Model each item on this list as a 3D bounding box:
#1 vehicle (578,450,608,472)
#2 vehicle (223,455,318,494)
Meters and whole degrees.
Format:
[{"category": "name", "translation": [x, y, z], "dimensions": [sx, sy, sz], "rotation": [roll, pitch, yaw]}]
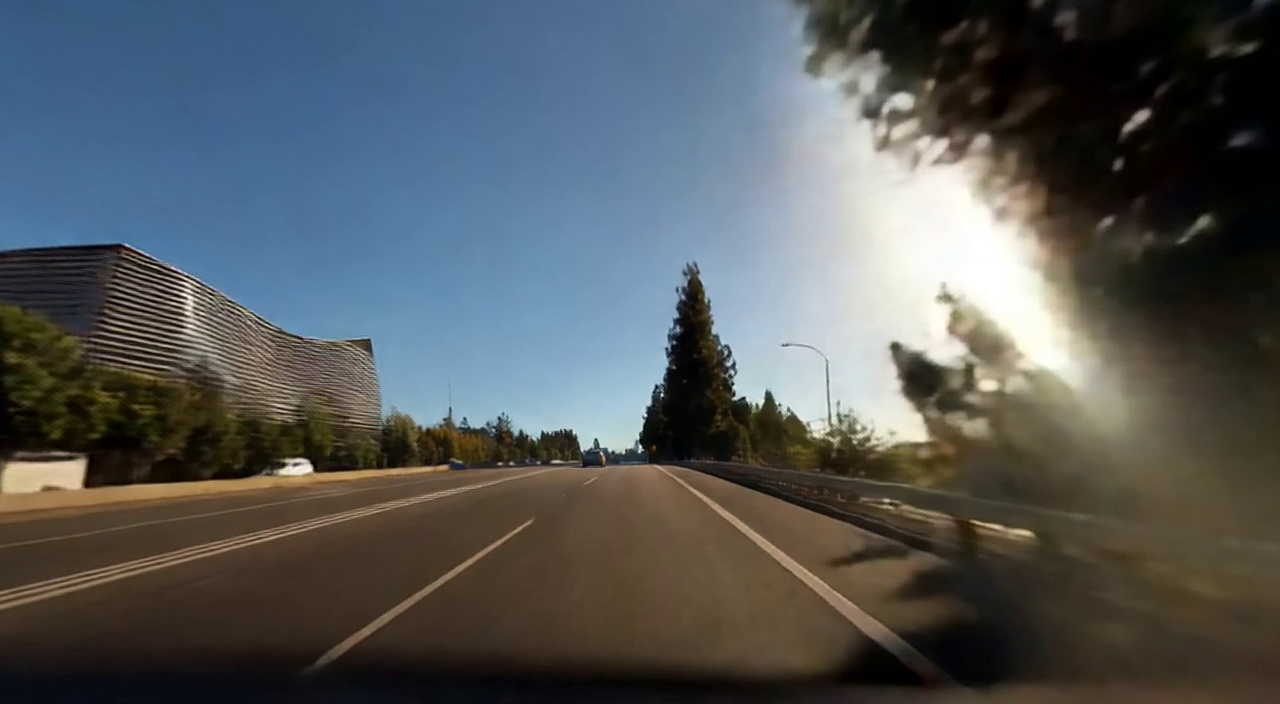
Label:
[{"category": "vehicle", "translation": [-3.575, 8.366, 48.630], "dimensions": [1.984, 1.521, 4.682], "rotation": [0, -8, 0]}, {"category": "vehicle", "translation": [-18.922, 6.268, 32.665], "dimensions": [2.088, 1.722, 4.609], "rotation": [0, -8, 1]}]
